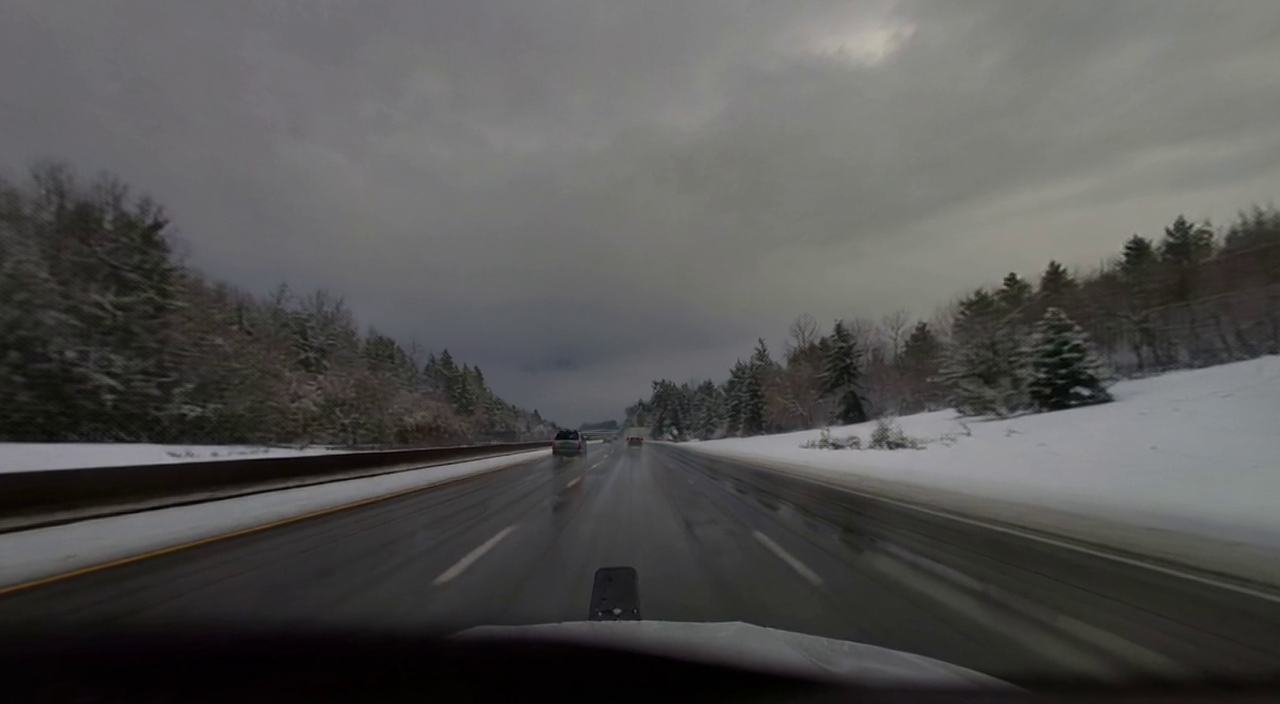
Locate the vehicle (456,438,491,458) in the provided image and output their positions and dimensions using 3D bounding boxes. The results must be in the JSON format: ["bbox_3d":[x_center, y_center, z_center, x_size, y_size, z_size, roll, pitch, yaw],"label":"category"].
[{"bbox_3d":[-12.839,7.410,48.806,1.760,1.434,3.811,0,-7,-1],"label":"vehicle"}]

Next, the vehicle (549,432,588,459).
[{"bbox_3d":[-4.497,5.927,40.256,2.003,1.626,4.256,0,-8,0],"label":"vehicle"}]
